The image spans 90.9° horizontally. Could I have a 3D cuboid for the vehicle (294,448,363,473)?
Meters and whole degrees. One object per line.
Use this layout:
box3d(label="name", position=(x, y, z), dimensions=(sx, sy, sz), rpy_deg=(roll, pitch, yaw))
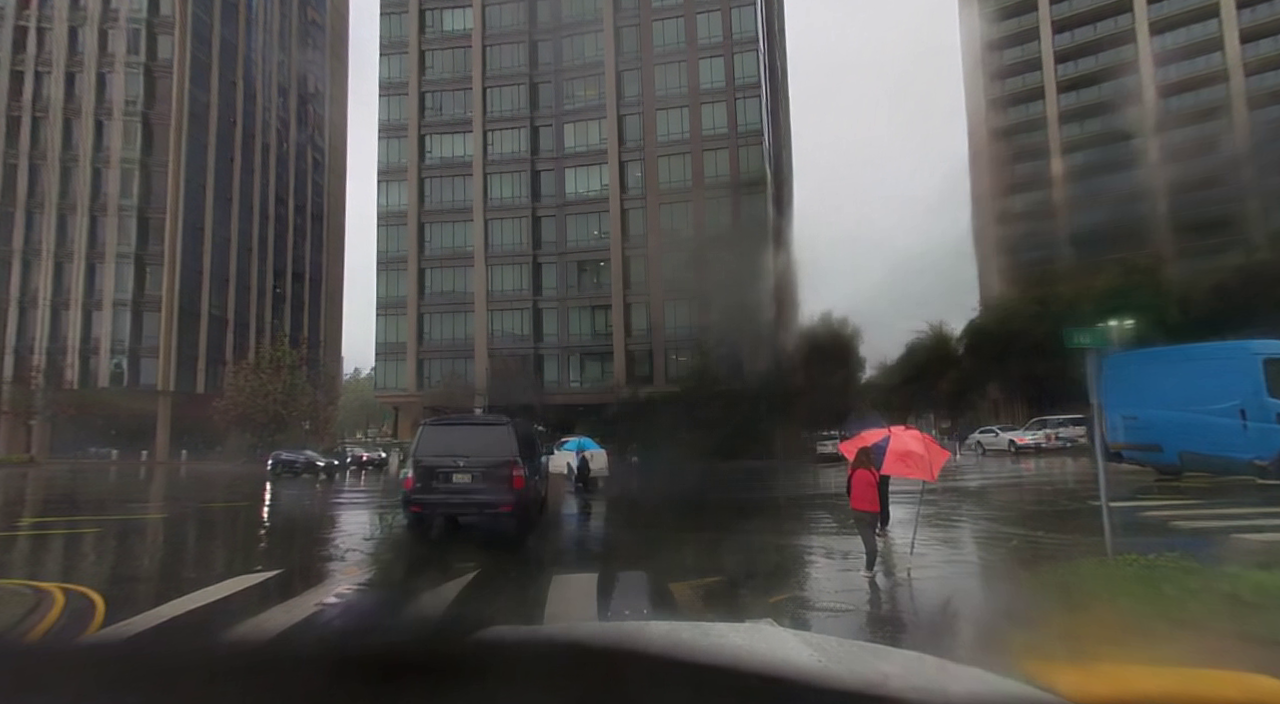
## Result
box3d(label="vehicle", position=(-19.878, 6.933, 40.315), dimensions=(3.692, 1.509, 1.803), rpy_deg=(3, -9, -20))

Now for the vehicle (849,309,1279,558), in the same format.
box3d(label="vehicle", position=(6.663, 1.053, 8.235), dimensions=(6.932, 2.753, 2.446), rpy_deg=(0, -8, 1))

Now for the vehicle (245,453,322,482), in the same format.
box3d(label="vehicle", position=(-19.446, 6.290, 34.513), dimensions=(3.467, 1.456, 1.649), rpy_deg=(4, -9, -24))

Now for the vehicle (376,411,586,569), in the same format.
box3d(label="vehicle", position=(-1.941, 1.838, 9.144), dimensions=(2.144, 1.733, 4.115), rpy_deg=(0, -8, -3))
